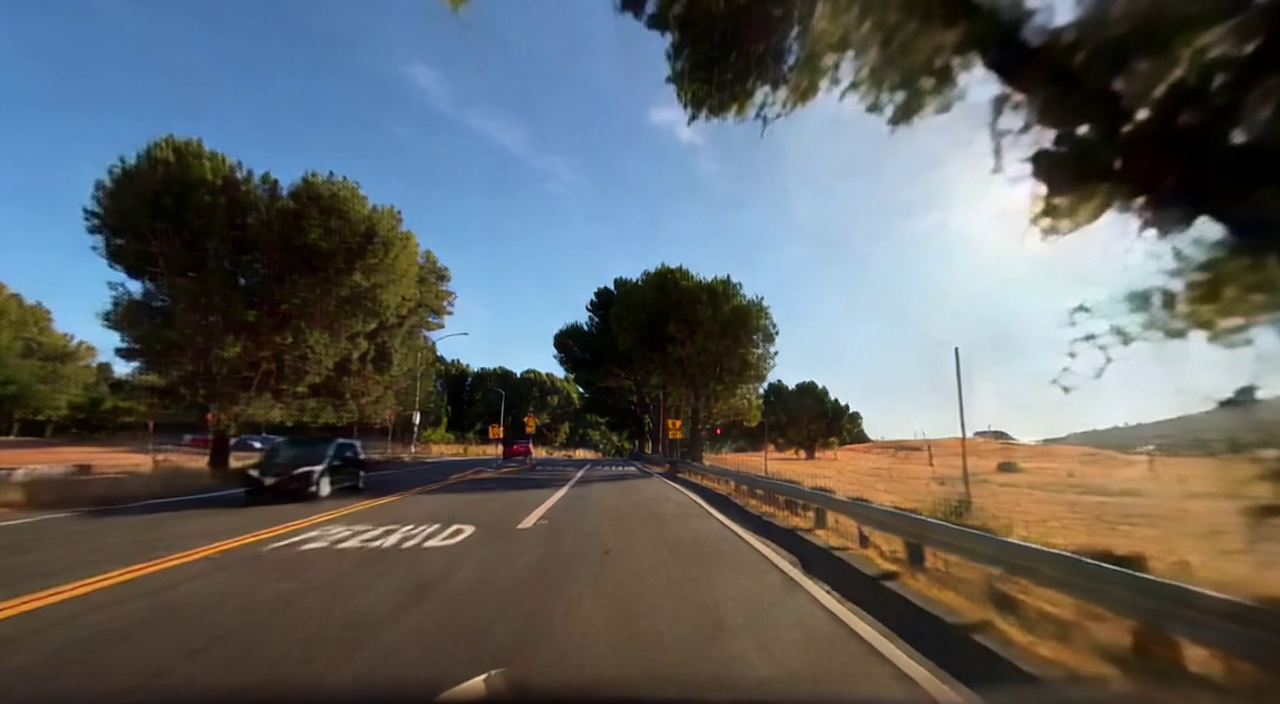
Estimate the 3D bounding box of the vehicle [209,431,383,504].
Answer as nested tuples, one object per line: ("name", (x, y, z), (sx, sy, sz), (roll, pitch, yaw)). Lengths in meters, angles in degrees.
("vehicle", (-8.577, 2.919, 16.307), (2.129, 1.590, 4.616), (1, -9, -4))
